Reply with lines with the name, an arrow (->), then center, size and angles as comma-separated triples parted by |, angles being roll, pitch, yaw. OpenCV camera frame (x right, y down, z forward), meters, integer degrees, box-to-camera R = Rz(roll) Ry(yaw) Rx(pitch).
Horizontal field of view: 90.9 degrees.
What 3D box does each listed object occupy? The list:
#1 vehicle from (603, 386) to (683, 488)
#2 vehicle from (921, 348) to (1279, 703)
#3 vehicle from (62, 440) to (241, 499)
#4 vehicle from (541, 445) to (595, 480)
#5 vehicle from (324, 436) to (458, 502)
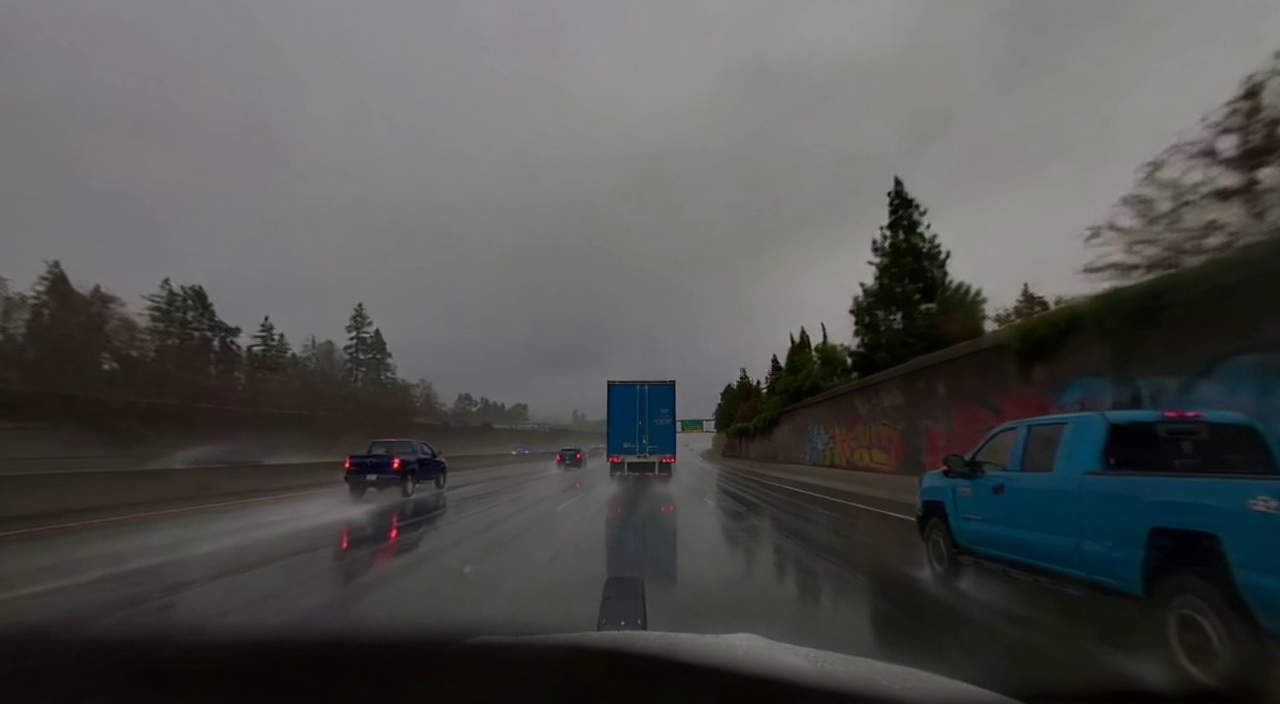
vehicle -> 0.060, 3.843, 27.797 | 2.915, 3.661, 9.741 | 0, -9, -1
vehicle -> 3.704, 0.986, 3.512 | 2.205, 1.689, 4.403 | 0, -9, 0
vehicle -> -14.008, 3.382, 18.425 | 2.003, 1.516, 3.922 | 0, -9, 1
vehicle -> -3.311, 5.188, 29.865 | 2.020, 1.505, 4.171 | 0, -9, 1
vehicle -> -6.717, 3.200, 17.561 | 2.005, 1.607, 4.042 | 0, -9, 1
